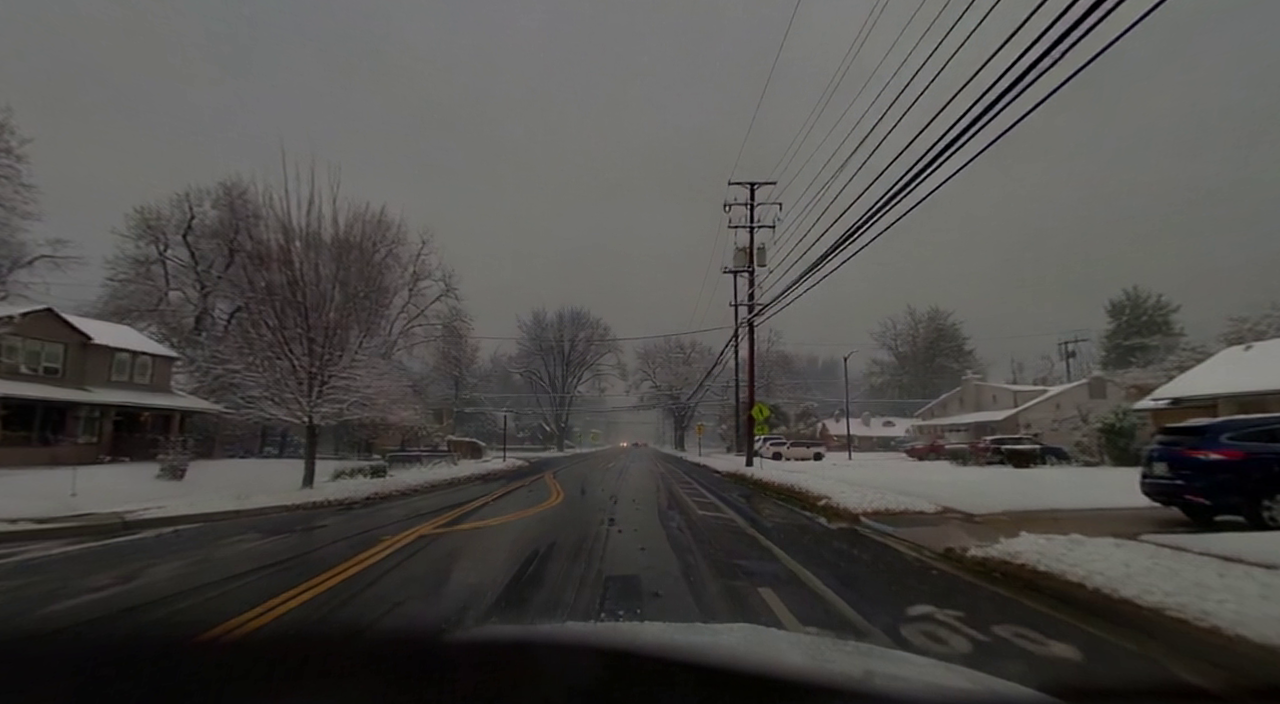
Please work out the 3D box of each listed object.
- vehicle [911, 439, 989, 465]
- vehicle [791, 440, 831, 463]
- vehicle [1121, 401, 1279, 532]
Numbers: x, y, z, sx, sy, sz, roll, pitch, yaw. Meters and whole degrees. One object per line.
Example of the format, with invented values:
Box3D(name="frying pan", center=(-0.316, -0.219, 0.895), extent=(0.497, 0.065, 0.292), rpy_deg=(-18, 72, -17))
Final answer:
Box3D(name="vehicle", center=(20.734, 6.698, 42.243), extent=(3.943, 1.664, 2.391), rpy_deg=(0, -8, -1))
Box3D(name="vehicle", center=(13.171, 7.724, 48.822), extent=(1.935, 1.683, 4.669), rpy_deg=(0, -9, 2))
Box3D(name="vehicle", center=(11.062, 1.788, 10.052), extent=(4.760, 1.808, 2.402), rpy_deg=(0, -9, -1))
